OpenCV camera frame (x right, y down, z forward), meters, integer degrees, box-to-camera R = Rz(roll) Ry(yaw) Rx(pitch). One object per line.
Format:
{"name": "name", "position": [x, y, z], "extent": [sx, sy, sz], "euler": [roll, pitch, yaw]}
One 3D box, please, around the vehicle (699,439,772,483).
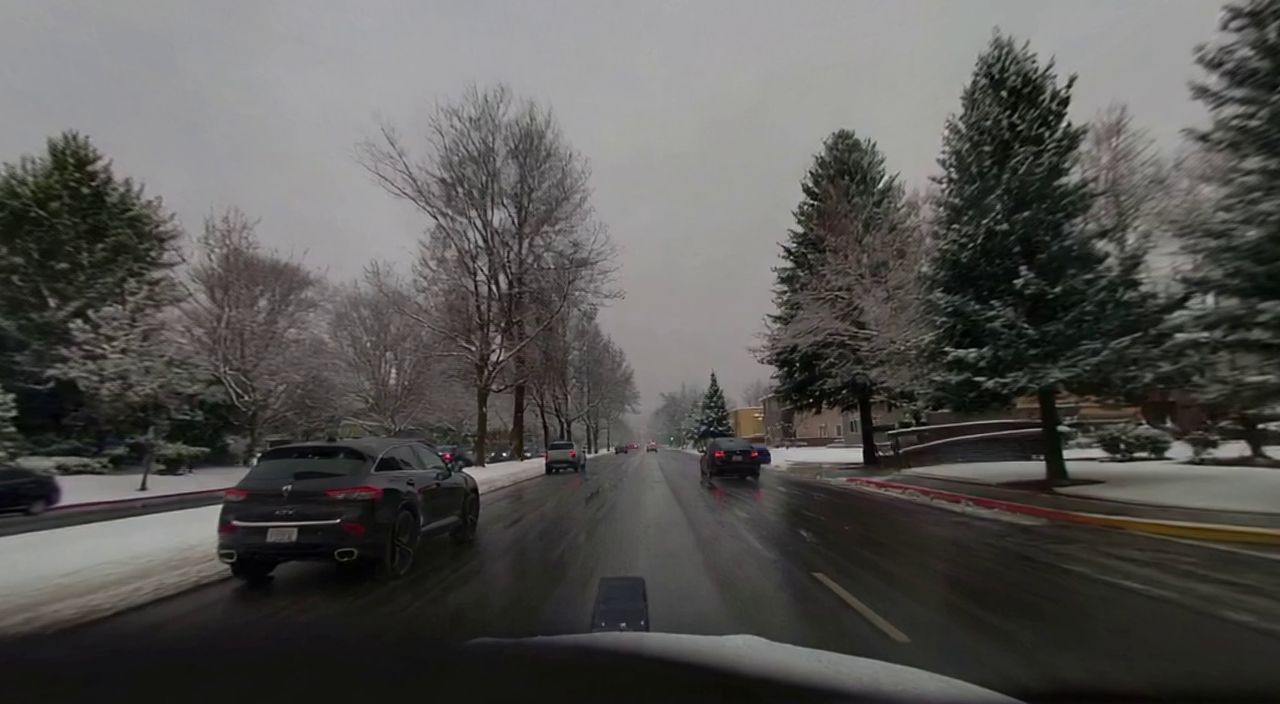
{"name": "vehicle", "position": [3.476, 4.066, 23.883], "extent": [2.010, 1.486, 4.498], "euler": [0, -8, -1]}

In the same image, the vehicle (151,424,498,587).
{"name": "vehicle", "position": [-3.413, 1.737, 8.047], "extent": [2.053, 1.480, 4.381], "euler": [0, -8, 2]}

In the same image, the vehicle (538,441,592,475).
{"name": "vehicle", "position": [-3.547, 5.085, 30.576], "extent": [1.988, 1.497, 4.404], "euler": [0, -8, 2]}
